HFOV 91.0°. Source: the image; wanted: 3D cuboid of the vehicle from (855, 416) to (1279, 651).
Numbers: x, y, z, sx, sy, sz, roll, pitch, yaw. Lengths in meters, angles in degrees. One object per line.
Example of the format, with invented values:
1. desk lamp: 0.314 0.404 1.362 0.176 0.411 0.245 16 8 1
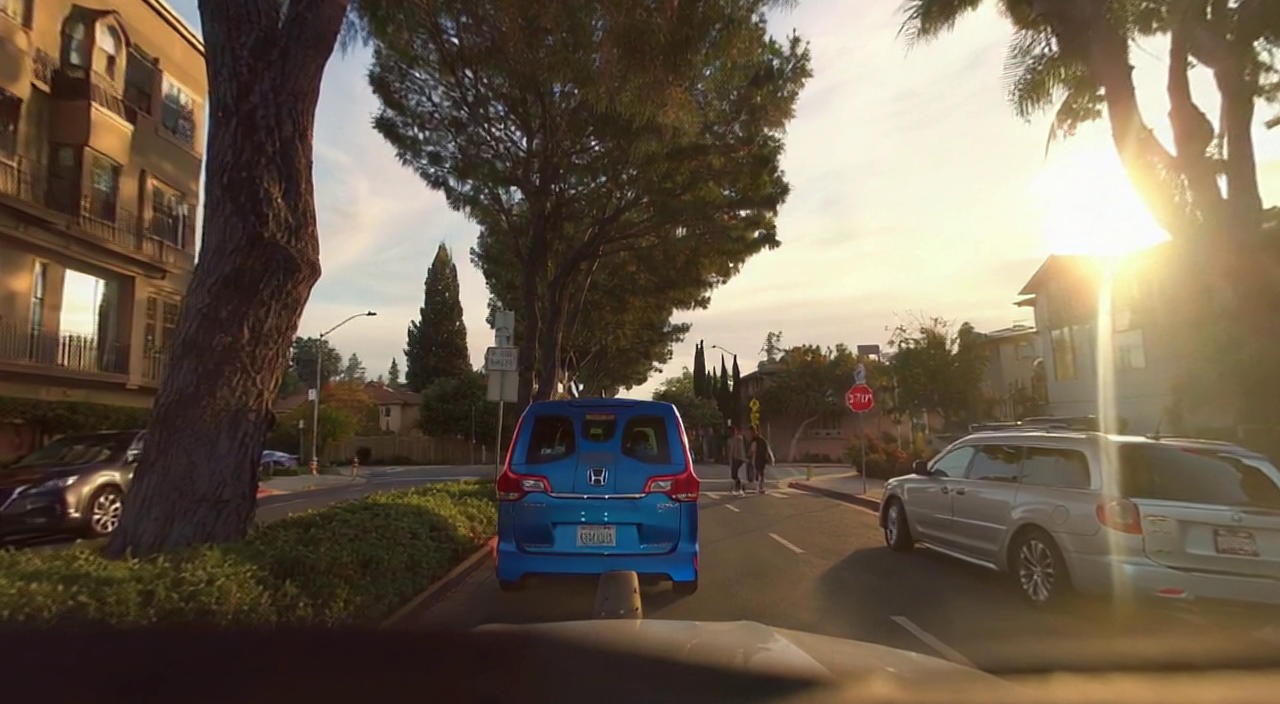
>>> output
1. vehicle: 4.218 1.674 6.904 1.959 1.581 4.731 4 -9 -2

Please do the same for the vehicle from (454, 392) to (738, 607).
1. vehicle: -0.379 1.586 7.702 2.377 1.787 4.652 0 -8 0

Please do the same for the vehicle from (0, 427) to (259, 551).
1. vehicle: -8.292 2.010 10.051 1.825 1.532 4.083 -3 -7 2
